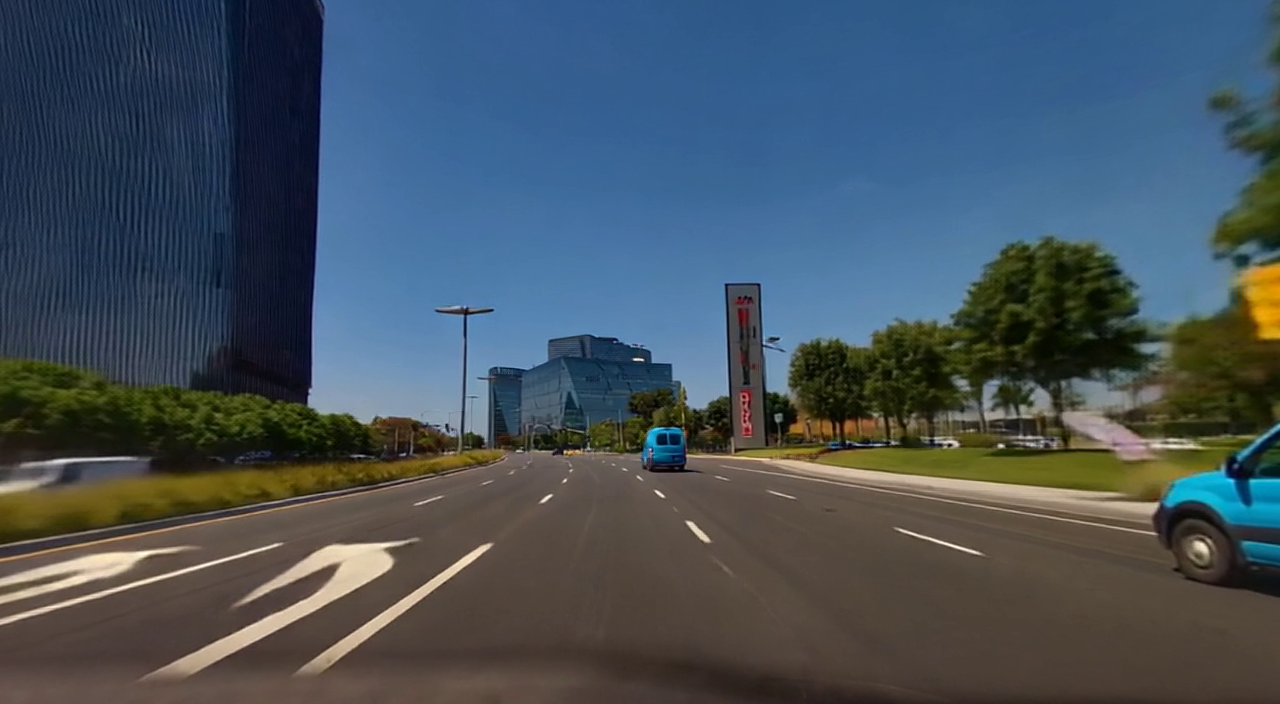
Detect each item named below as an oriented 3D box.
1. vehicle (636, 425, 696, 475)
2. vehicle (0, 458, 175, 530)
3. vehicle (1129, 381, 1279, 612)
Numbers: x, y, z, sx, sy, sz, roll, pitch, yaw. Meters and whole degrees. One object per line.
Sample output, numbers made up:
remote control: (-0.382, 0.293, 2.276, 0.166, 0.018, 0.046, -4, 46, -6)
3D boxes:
vehicle: (1.186, 4.830, 31.284, 2.339, 2.244, 4.817, 1, -8, -6)
vehicle: (-14.565, 3.515, 16.147, 1.893, 1.447, 4.581, 0, -8, -3)
vehicle: (5.847, 0.964, 3.894, 1.992, 1.726, 4.434, 0, -8, -1)
